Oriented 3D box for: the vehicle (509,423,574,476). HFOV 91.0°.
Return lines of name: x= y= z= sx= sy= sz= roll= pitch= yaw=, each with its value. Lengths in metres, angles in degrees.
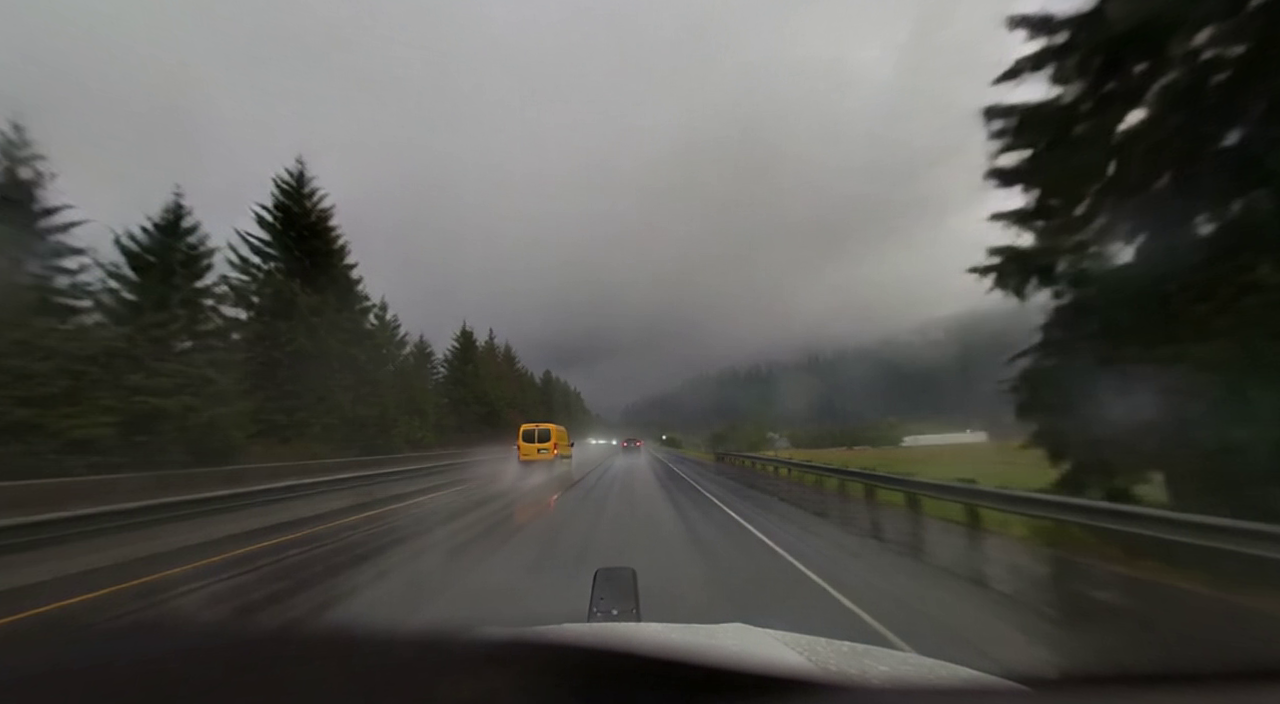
vehicle: x=-4.053 y=4.100 z=26.689 sx=1.976 sy=2.029 sz=4.737 roll=-1 pitch=-8 yaw=0
